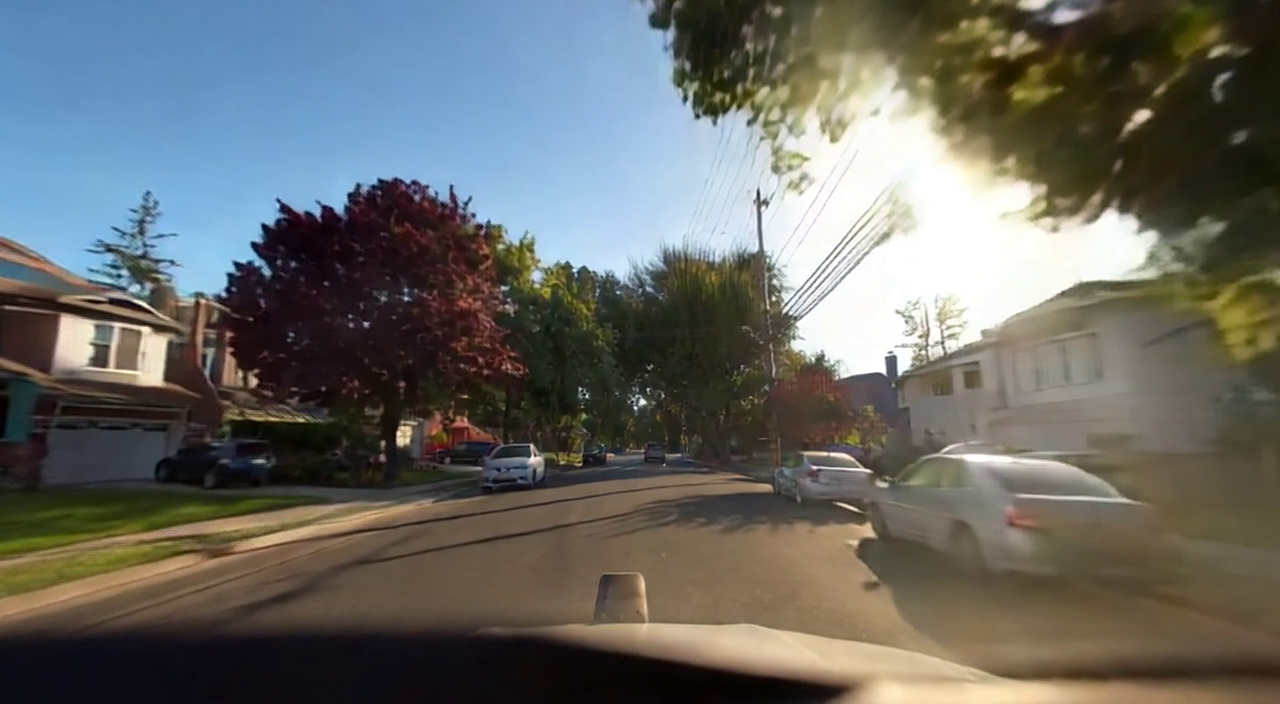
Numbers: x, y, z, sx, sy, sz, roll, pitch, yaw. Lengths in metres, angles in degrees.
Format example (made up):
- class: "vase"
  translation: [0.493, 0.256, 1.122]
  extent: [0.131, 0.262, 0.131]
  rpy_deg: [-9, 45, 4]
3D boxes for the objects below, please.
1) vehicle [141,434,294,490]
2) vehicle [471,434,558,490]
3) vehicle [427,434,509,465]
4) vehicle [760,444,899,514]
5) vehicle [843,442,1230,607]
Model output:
- class: "vehicle"
  translation: [-14.109, 3.634, 21.081]
  extent: [4.702, 1.675, 1.984]
  rpy_deg: [-4, -10, 25]
- class: "vehicle"
  translation: [-4.471, 3.981, 23.414]
  extent: [2.164, 1.810, 5.044]
  rpy_deg: [1, -8, 0]
- class: "vehicle"
  translation: [-11.802, 6.741, 43.639]
  extent: [4.962, 1.866, 2.075]
  rpy_deg: [2, -9, -2]
- class: "vehicle"
  translation: [4.541, 3.107, 16.066]
  extent: [2.094, 1.490, 4.739]
  rpy_deg: [0, -9, 0]
- class: "vehicle"
  translation: [4.331, 1.905, 7.987]
  extent: [2.031, 1.471, 4.328]
  rpy_deg: [0, -9, -1]
